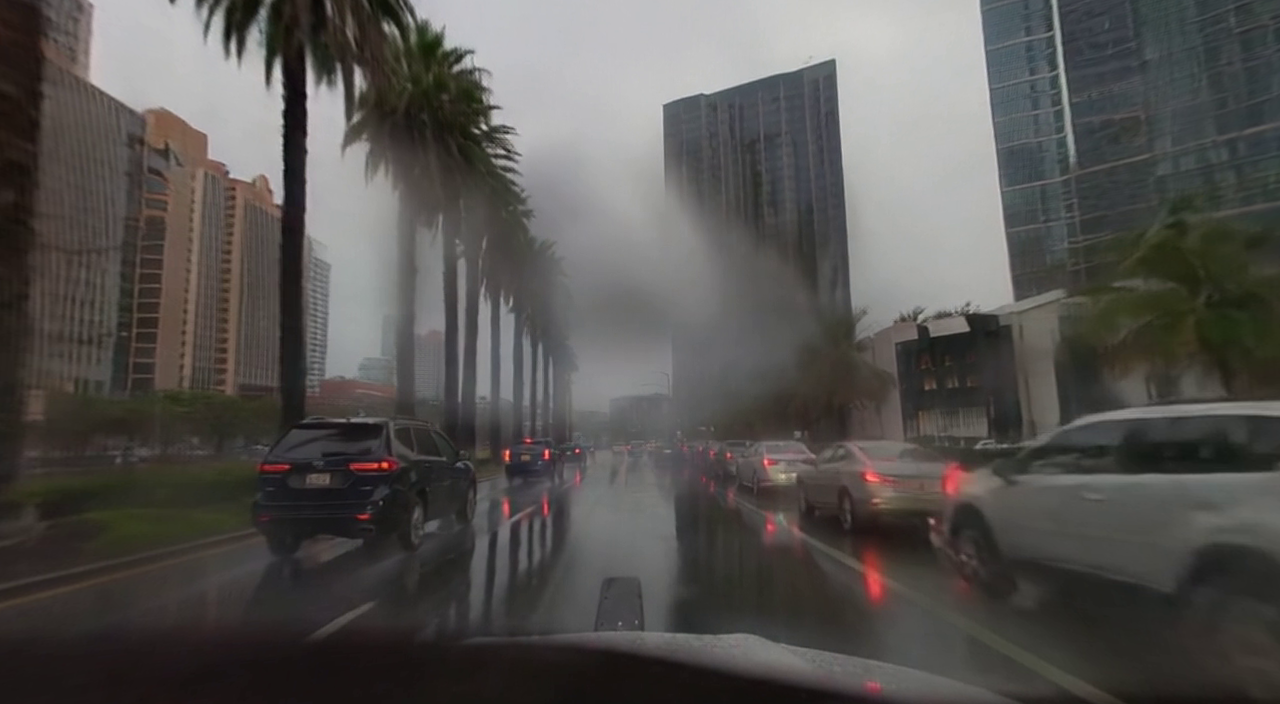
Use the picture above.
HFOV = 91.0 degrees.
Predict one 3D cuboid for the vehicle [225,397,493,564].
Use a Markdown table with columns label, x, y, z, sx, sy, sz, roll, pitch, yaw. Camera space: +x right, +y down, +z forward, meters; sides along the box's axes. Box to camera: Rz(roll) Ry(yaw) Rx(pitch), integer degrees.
| label | x | y | z | sx | sy | sz | roll | pitch | yaw |
| --- | --- | --- | --- | --- | --- | --- | --- | --- | --- |
| vehicle | -3.540 | 1.700 | 8.978 | 1.800 | 1.797 | 4.224 | 0 | -8 | 1 |

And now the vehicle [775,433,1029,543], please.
| label | x | y | z | sx | sy | sz | roll | pitch | yaw |
| --- | --- | --- | --- | --- | --- | --- | --- | --- | --- |
| vehicle | 4.019 | 2.172 | 10.822 | 2.138 | 1.447 | 4.793 | 0 | -8 | -2 |

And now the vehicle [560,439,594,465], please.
| label | x | y | z | sx | sy | sz | roll | pitch | yaw |
| --- | --- | --- | --- | --- | --- | --- | --- | --- | --- |
| vehicle | -4.227 | 6.756 | 42.734 | 1.955 | 1.637 | 4.243 | 0 | -8 | -1 |

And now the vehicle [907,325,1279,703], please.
| label | x | y | z | sx | sy | sz | roll | pitch | yaw |
| --- | --- | --- | --- | --- | --- | --- | --- | --- | --- |
| vehicle | 4.049 | 1.037 | 4.388 | 2.035 | 1.902 | 5.079 | 0 | -8 | -1 |

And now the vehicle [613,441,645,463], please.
| label | x | y | z | sx | sy | sz | roll | pitch | yaw |
| --- | --- | --- | --- | --- | --- | --- | --- | --- | --- |
| vehicle | -0.816 | 6.908 | 43.512 | 2.036 | 1.461 | 3.890 | 1 | -8 | -4 |

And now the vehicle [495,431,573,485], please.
| label | x | y | z | sx | sy | sz | roll | pitch | yaw |
| --- | --- | --- | --- | --- | --- | --- | --- | --- | --- |
| vehicle | -3.684 | 3.766 | 22.668 | 2.014 | 1.740 | 4.392 | 0 | -8 | 0 |
